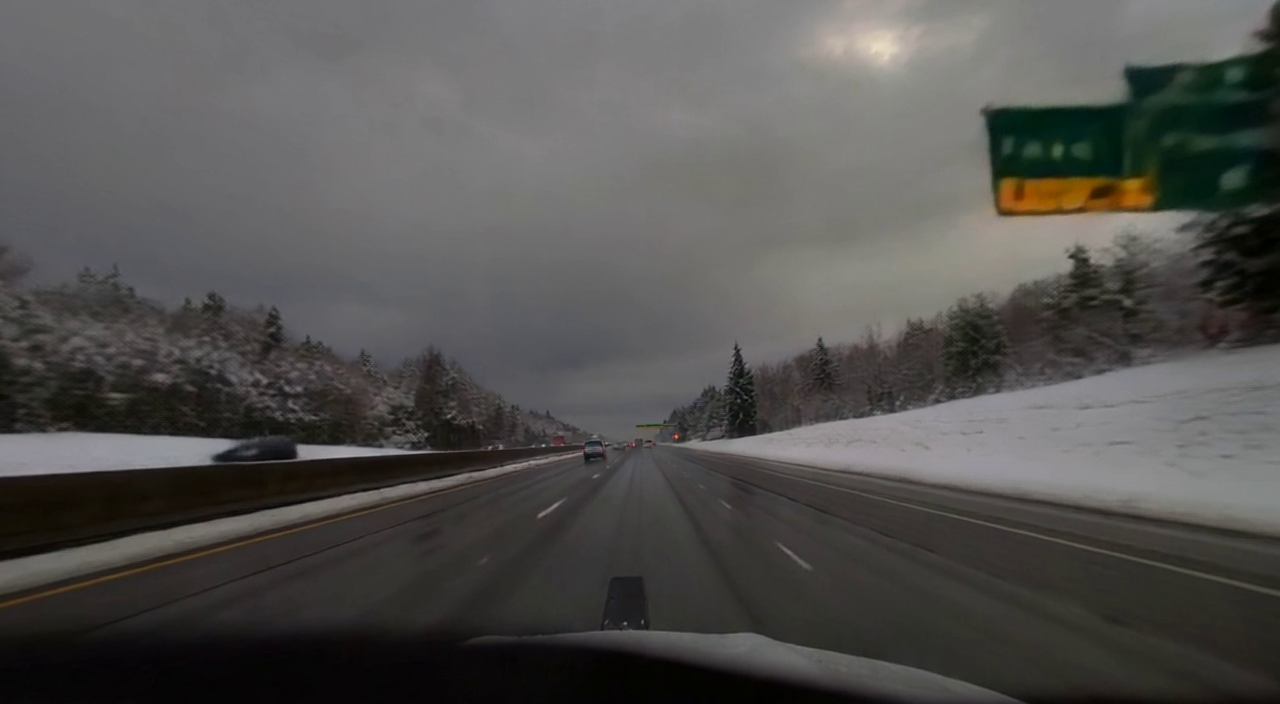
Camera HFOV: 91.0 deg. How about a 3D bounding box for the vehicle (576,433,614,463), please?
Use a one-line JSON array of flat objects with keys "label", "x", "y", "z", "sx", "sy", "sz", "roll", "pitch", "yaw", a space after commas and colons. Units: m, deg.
[{"label": "vehicle", "x": -3.194, "y": 6.898, "z": 45.403, "sx": 2.286, "sy": 2.011, "sz": 4.452, "roll": 0, "pitch": -8, "yaw": 1}]
